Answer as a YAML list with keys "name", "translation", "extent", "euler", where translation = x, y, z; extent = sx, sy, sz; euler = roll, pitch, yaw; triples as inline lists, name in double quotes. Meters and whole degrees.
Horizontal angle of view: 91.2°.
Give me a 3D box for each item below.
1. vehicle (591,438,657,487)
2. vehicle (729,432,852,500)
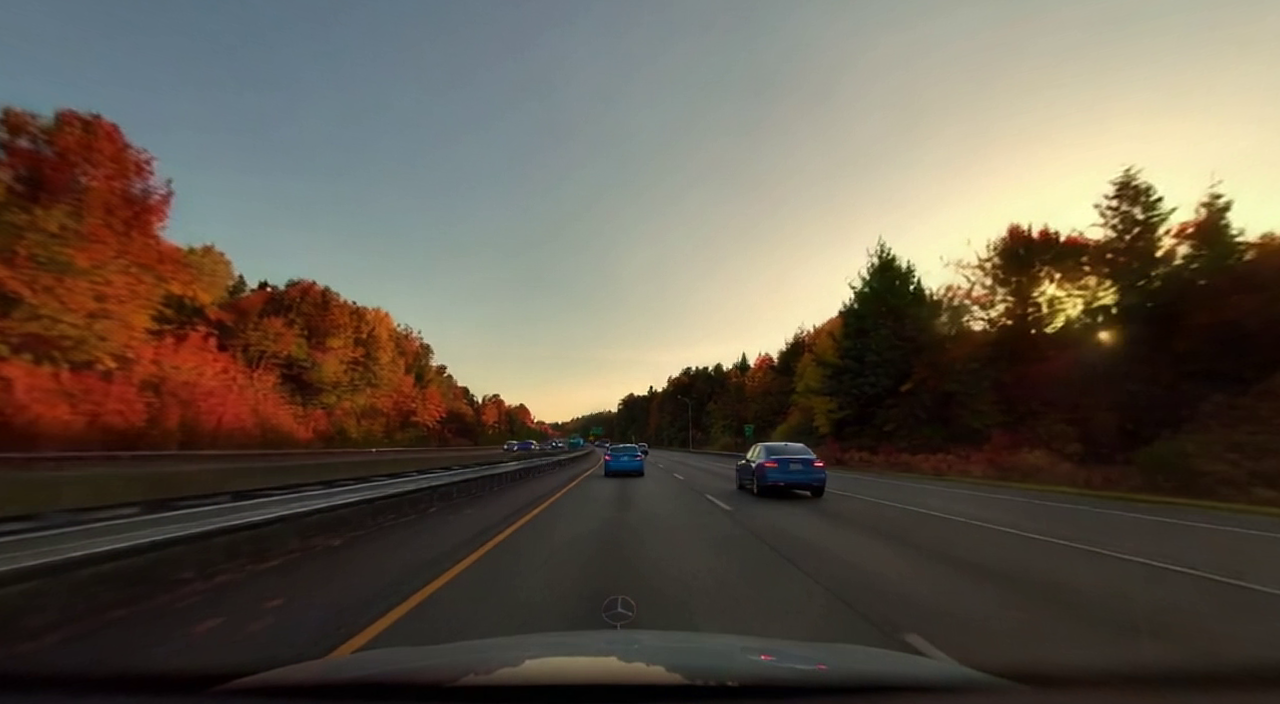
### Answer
- name: "vehicle"
  translation: [-0.532, 3.920, 22.504]
  extent: [2.128, 1.516, 4.410]
  euler: [-1, -9, 0]
- name: "vehicle"
  translation: [3.928, 3.073, 17.180]
  extent: [2.300, 1.595, 4.144]
  euler: [-1, -9, 0]
